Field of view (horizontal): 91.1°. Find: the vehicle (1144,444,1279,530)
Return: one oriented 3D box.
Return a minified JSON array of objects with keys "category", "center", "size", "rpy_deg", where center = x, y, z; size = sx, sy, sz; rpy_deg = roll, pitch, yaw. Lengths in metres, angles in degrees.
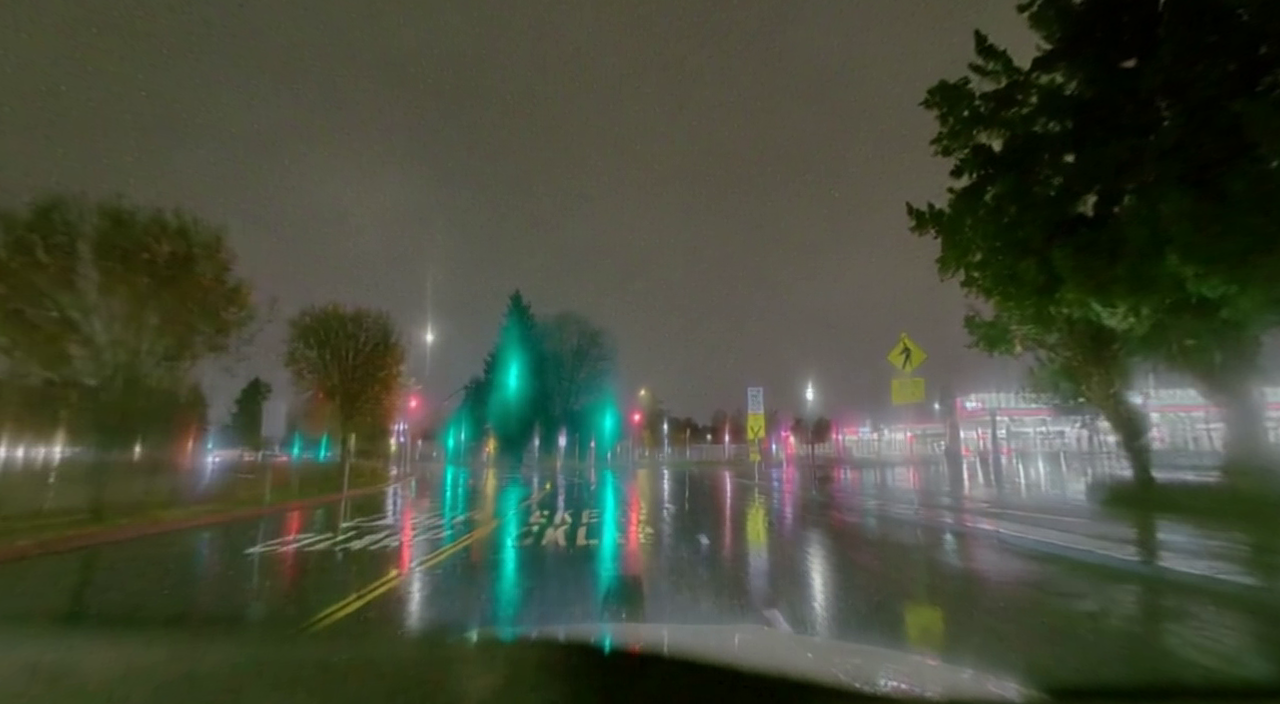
[{"category":"vehicle","center":[12.433,2.426,11.453],"size":[4.484,1.443,2.094],"rpy_deg":[-1,-10,9]}]
